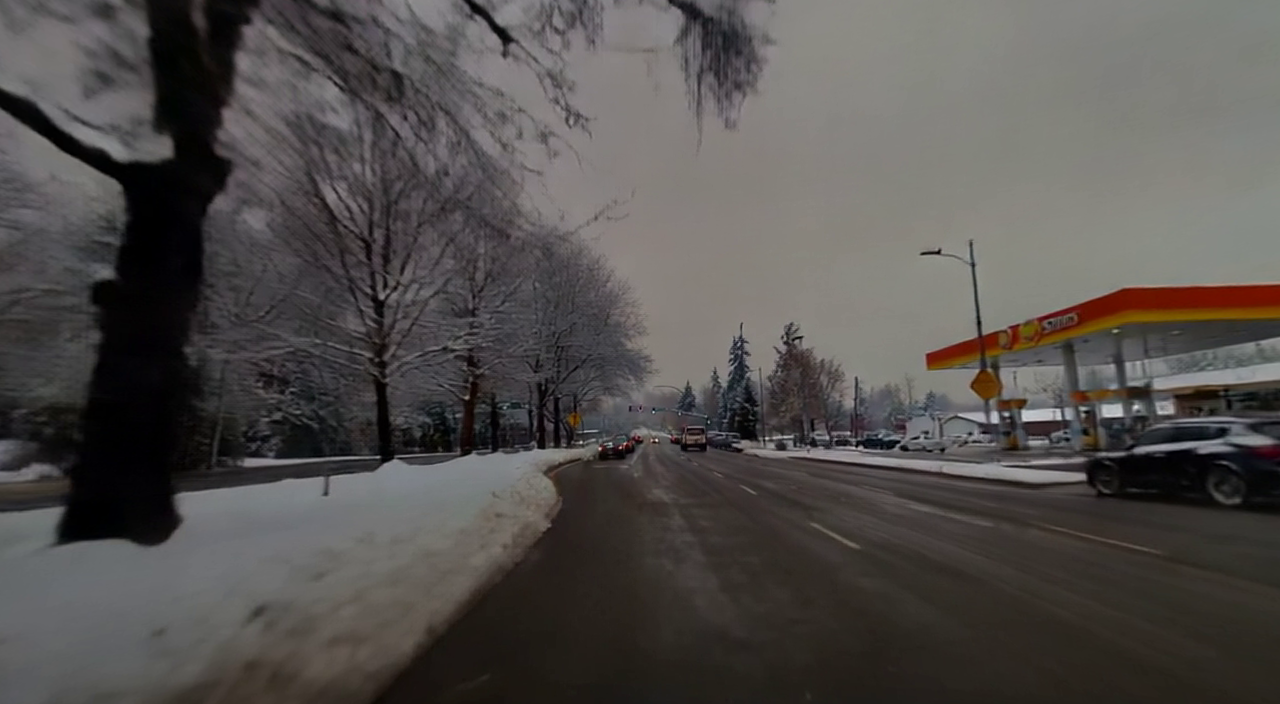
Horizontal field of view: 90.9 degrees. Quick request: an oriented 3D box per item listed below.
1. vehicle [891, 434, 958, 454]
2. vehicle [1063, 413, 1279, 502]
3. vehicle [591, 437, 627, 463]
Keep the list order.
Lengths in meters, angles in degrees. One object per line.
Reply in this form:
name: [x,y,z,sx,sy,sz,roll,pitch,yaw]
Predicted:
vehicle: [21.975,7.156,48.841,1.784,1.472,4.532,5,-10,-26]
vehicle: [12.816,2.345,14.179,4.960,1.802,2.068,-3,-9,17]
vehicle: [-1.839,5.852,37.615,2.032,1.461,4.173,1,-9,-2]
